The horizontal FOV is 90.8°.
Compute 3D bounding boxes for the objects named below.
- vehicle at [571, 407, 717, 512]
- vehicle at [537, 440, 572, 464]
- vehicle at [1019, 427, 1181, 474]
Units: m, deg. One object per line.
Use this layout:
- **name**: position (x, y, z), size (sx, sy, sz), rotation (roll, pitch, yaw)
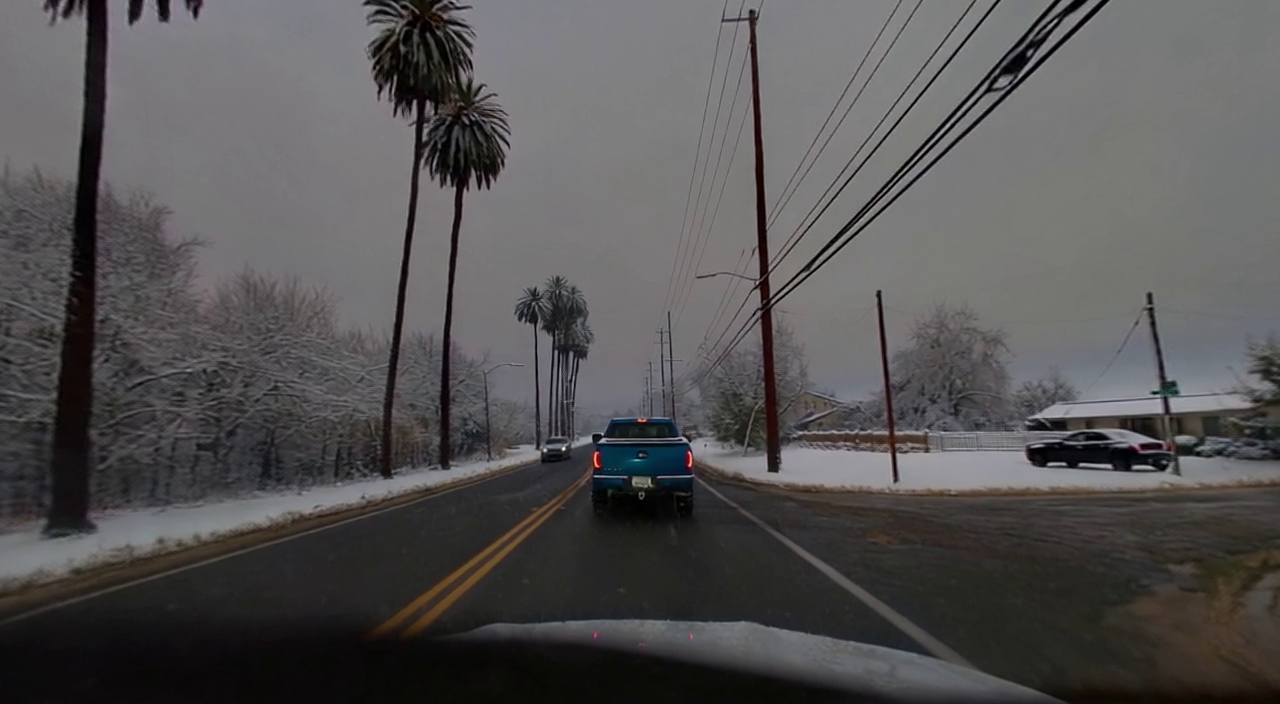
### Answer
- **vehicle**: position (0.021, 2.554, 15.419), size (2.848, 2.047, 5.885), rotation (0, -8, -1)
- **vehicle**: position (-6.289, 7.399, 46.914), size (2.140, 1.706, 4.229), rotation (0, -8, -1)
- **vehicle**: position (20.326, 4.402, 28.456), size (2.277, 1.836, 6.267), rotation (0, -8, -4)
